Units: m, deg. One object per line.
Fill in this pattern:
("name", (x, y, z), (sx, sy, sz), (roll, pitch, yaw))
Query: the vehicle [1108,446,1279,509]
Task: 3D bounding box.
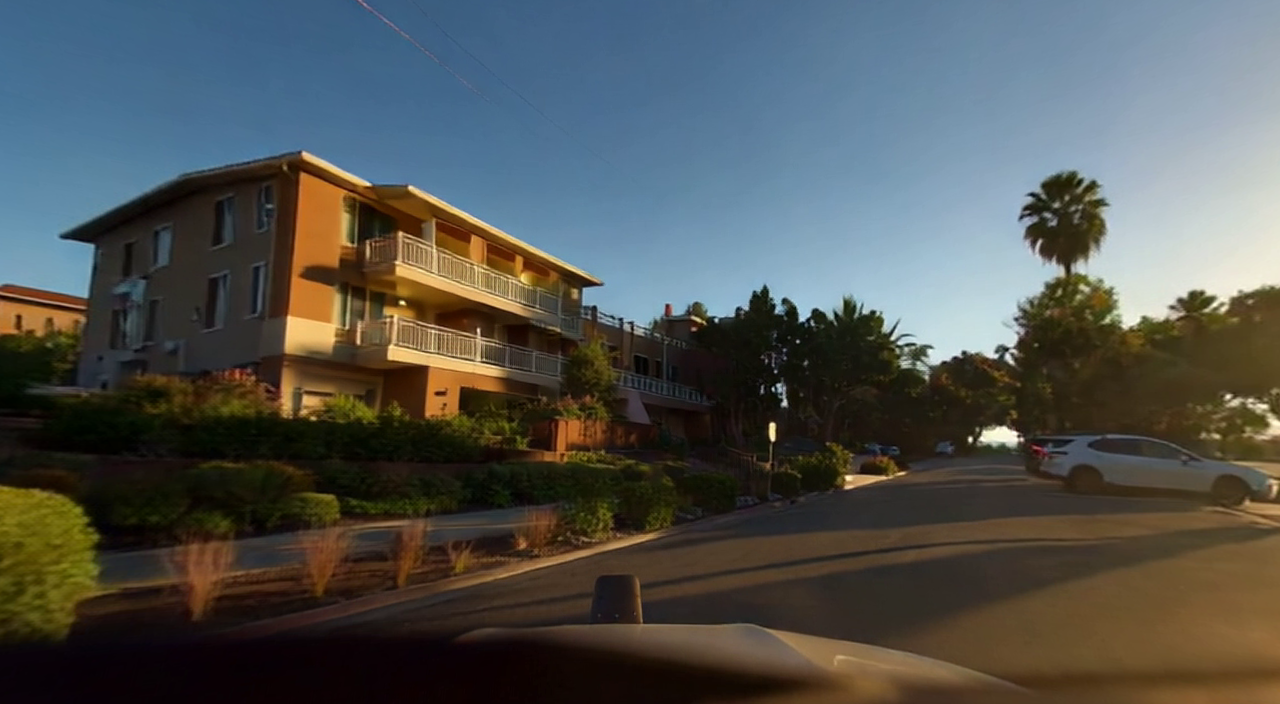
("vehicle", (16.116, 3.557, 18.067), (4.195, 1.446, 1.979), (-4, -11, 40))
